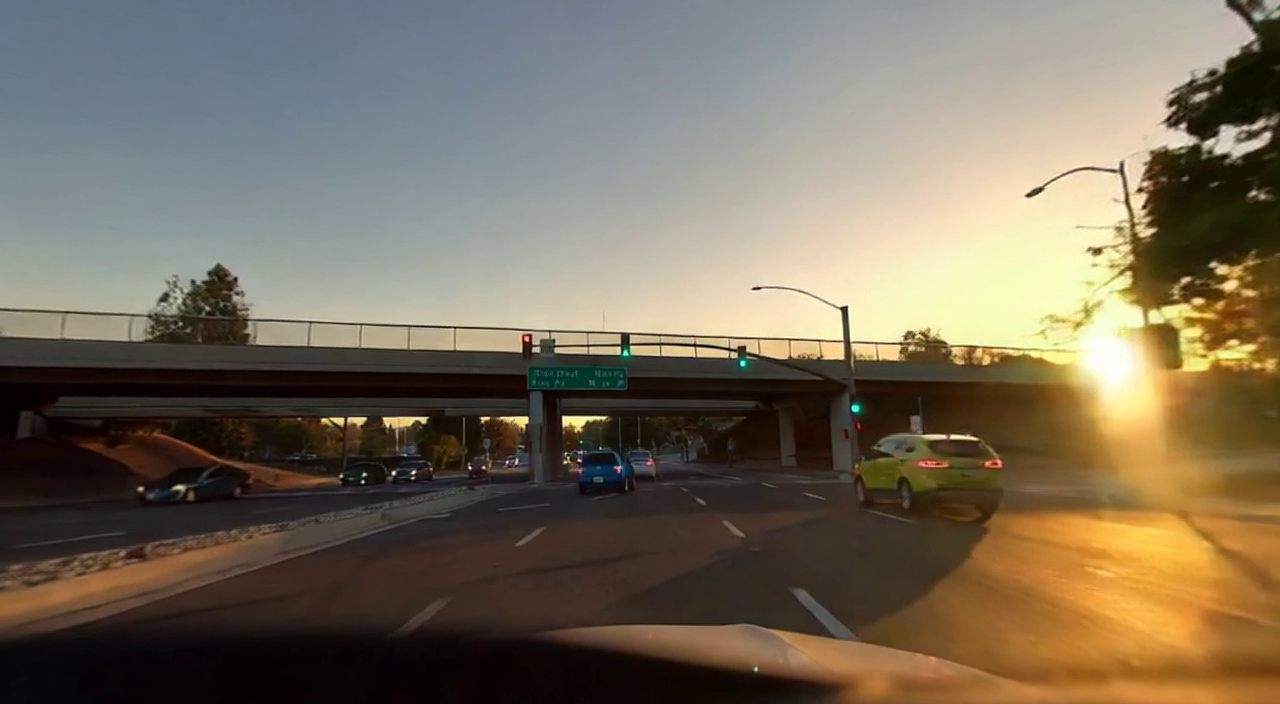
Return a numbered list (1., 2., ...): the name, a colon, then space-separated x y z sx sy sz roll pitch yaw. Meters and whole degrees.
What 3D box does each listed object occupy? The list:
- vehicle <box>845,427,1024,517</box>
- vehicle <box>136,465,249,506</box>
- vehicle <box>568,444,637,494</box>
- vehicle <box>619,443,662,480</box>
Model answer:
1. vehicle: 6.587 2.721 14.831 2.074 1.785 4.320 0 -8 0
2. vehicle: -19.443 5.783 27.706 1.857 1.534 4.221 0 -8 -1
3. vehicle: -1.382 4.612 25.364 2.060 1.768 4.681 -1 -8 5
4. vehicle: 0.120 6.375 37.188 2.342 2.026 4.642 -1 -8 2
